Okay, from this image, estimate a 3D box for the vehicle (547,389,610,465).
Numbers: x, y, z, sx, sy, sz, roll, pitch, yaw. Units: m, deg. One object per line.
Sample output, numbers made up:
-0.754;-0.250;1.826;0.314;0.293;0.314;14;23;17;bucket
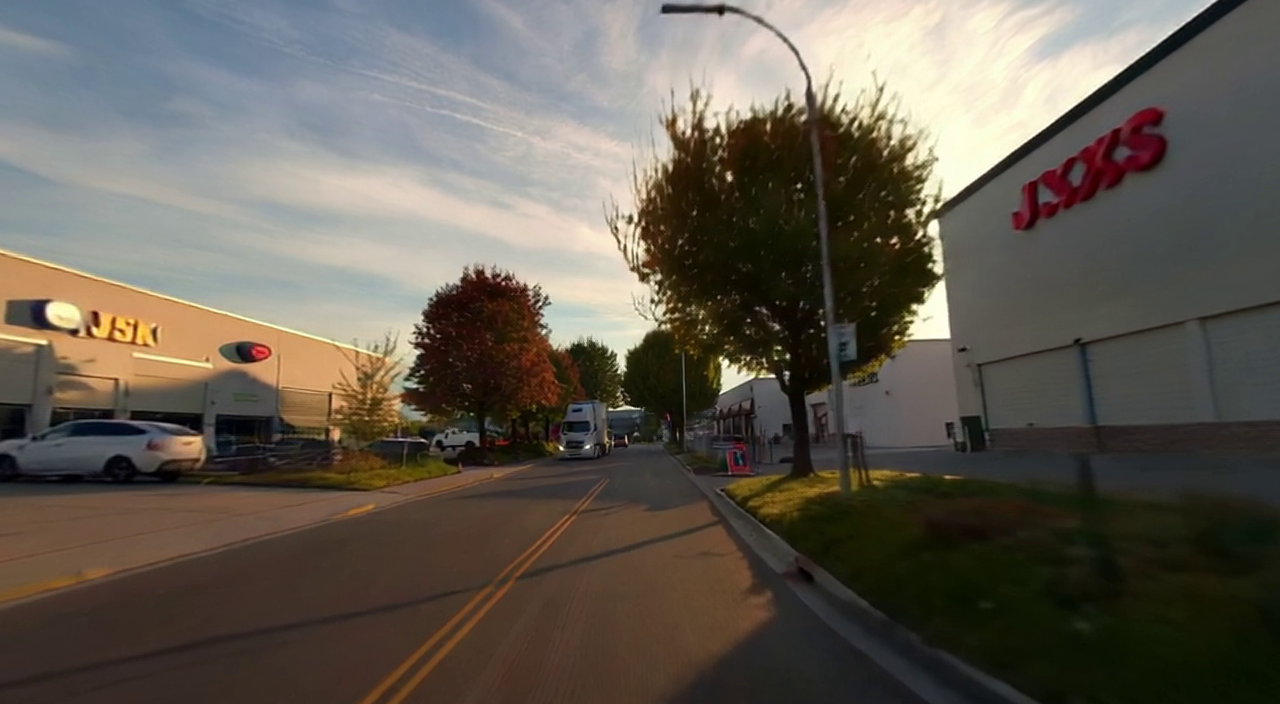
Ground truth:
-4.279;5.700;47.558;2.976;4.754;15.127;-1;-7;1;vehicle
